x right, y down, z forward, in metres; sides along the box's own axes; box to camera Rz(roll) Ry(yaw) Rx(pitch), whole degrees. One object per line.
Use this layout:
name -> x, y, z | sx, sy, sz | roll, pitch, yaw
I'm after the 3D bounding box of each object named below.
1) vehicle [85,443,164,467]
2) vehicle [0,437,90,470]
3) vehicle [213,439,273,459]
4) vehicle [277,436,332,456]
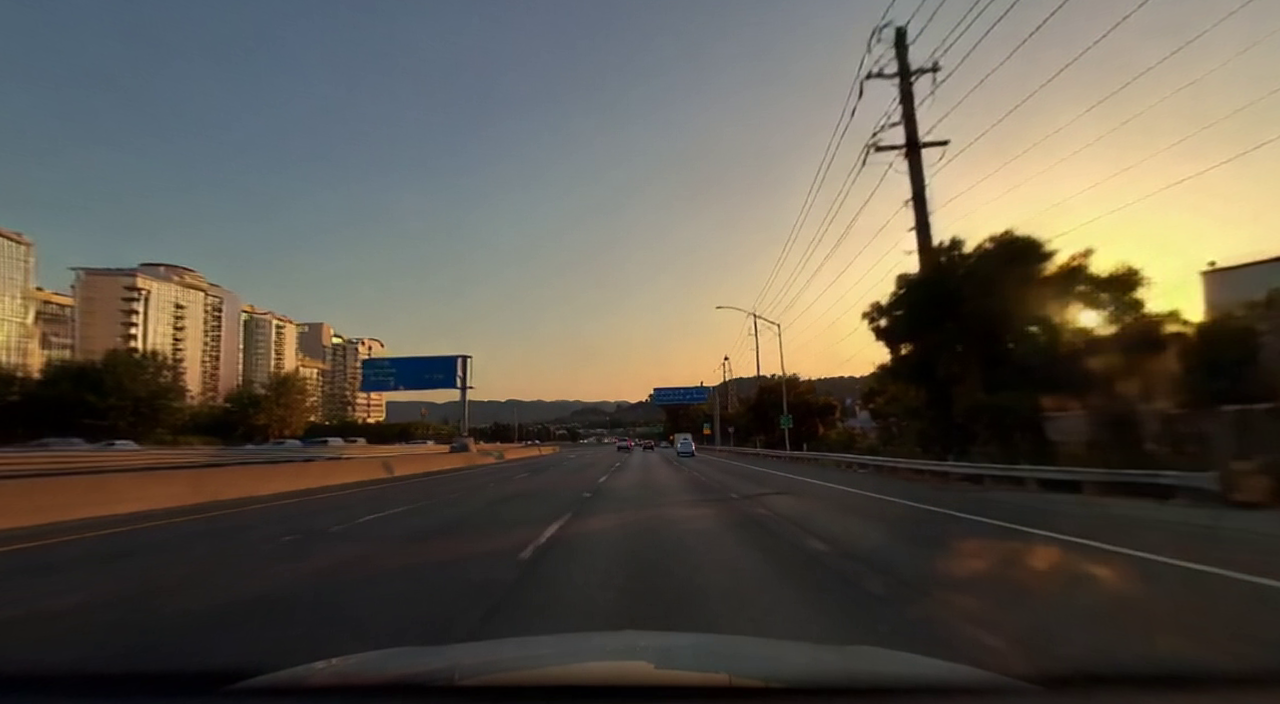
vehicle -> -33.630, 6.728, 41.301 | 1.698, 1.446, 4.073 | 0, -8, 0
vehicle -> -30.280, 5.026, 31.391 | 1.777, 1.476, 4.493 | 0, -8, 0
vehicle -> -30.213, 7.402, 48.167 | 1.720, 1.480, 4.413 | 0, -8, -1
vehicle -> -26.119, 7.358, 49.253 | 1.862, 1.458, 4.453 | 0, -8, 0
